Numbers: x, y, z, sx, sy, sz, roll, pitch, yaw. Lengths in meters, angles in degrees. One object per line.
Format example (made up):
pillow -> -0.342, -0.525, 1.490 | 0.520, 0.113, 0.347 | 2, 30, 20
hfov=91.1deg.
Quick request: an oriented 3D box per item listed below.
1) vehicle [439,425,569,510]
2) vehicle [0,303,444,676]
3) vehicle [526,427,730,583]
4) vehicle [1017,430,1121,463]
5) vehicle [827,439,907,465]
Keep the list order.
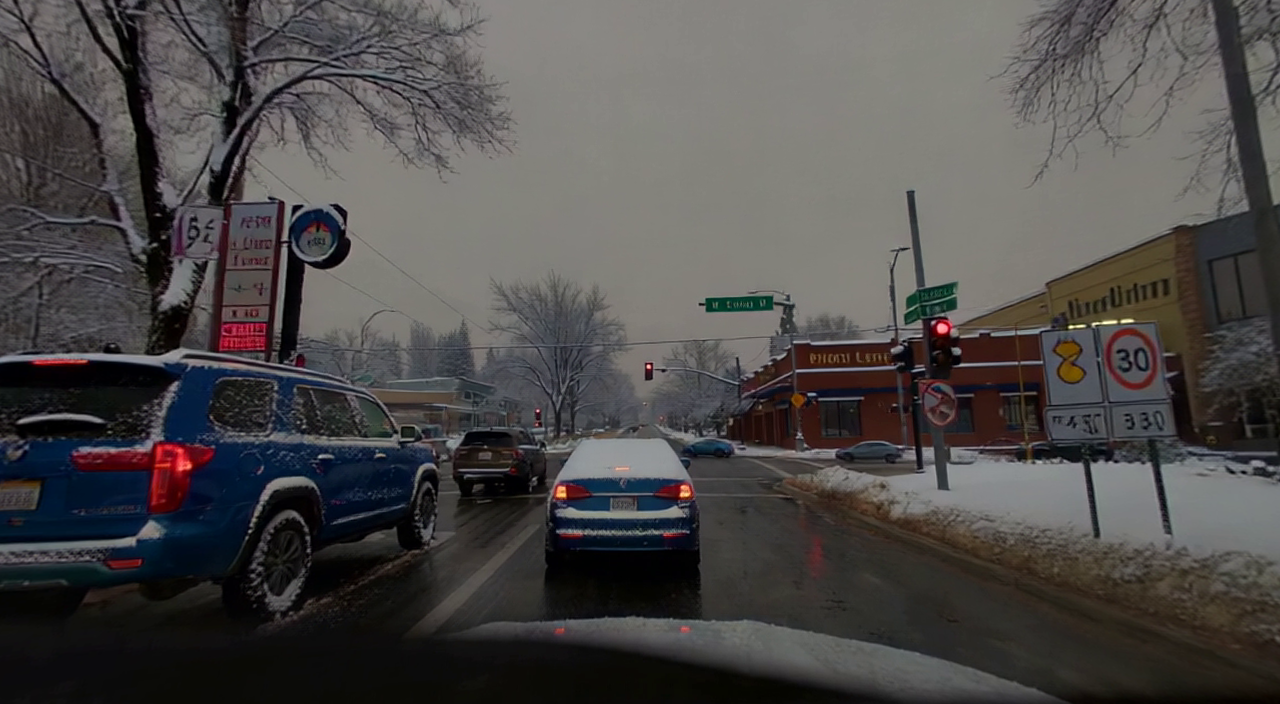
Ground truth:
vehicle -> -2.935, 2.604, 14.598 | 2.047, 1.664, 4.148 | 0, -8, 1
vehicle -> -3.834, 1.127, 6.153 | 2.152, 2.118, 5.066 | 0, -8, 0
vehicle -> -0.157, 1.786, 8.188 | 1.966, 1.481, 4.146 | 0, -8, -1
vehicle -> 23.461, 5.208, 34.497 | 4.116, 1.719, 2.069 | -2, -9, 11
vehicle -> 12.899, 5.711, 35.866 | 3.924, 1.447, 2.039 | -1, -9, 8
